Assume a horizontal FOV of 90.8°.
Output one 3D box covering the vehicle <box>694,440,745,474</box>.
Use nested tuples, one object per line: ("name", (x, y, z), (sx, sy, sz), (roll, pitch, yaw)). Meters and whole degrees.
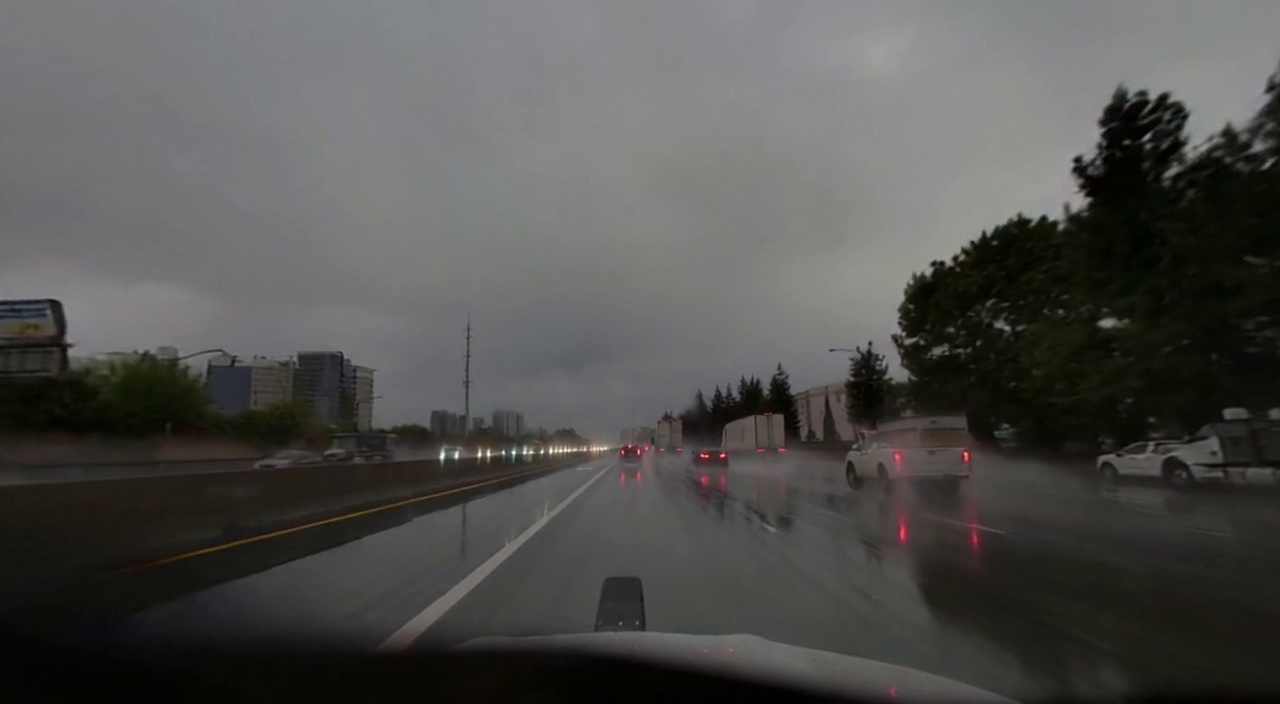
("vehicle", (4.207, 5.638, 34.058), (2.154, 1.658, 4.347), (0, -9, 0))

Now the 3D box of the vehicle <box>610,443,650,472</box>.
("vehicle", (-0.539, 5.970, 35.928), (2.163, 1.551, 4.180), (0, -9, 0))

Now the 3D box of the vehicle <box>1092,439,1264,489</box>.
("vehicle", (22.173, 4.626, 26.497), (2.150, 1.866, 5.885), (0, -9, 2))

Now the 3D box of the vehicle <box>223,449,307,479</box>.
("vehicle", (-20.305, 6.063, 34.476), (1.833, 1.473, 4.440), (0, -9, 1))

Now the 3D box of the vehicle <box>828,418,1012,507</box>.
("vehicle", (7.296, 2.983, 17.425), (2.369, 2.007, 5.700), (0, -9, -1))
